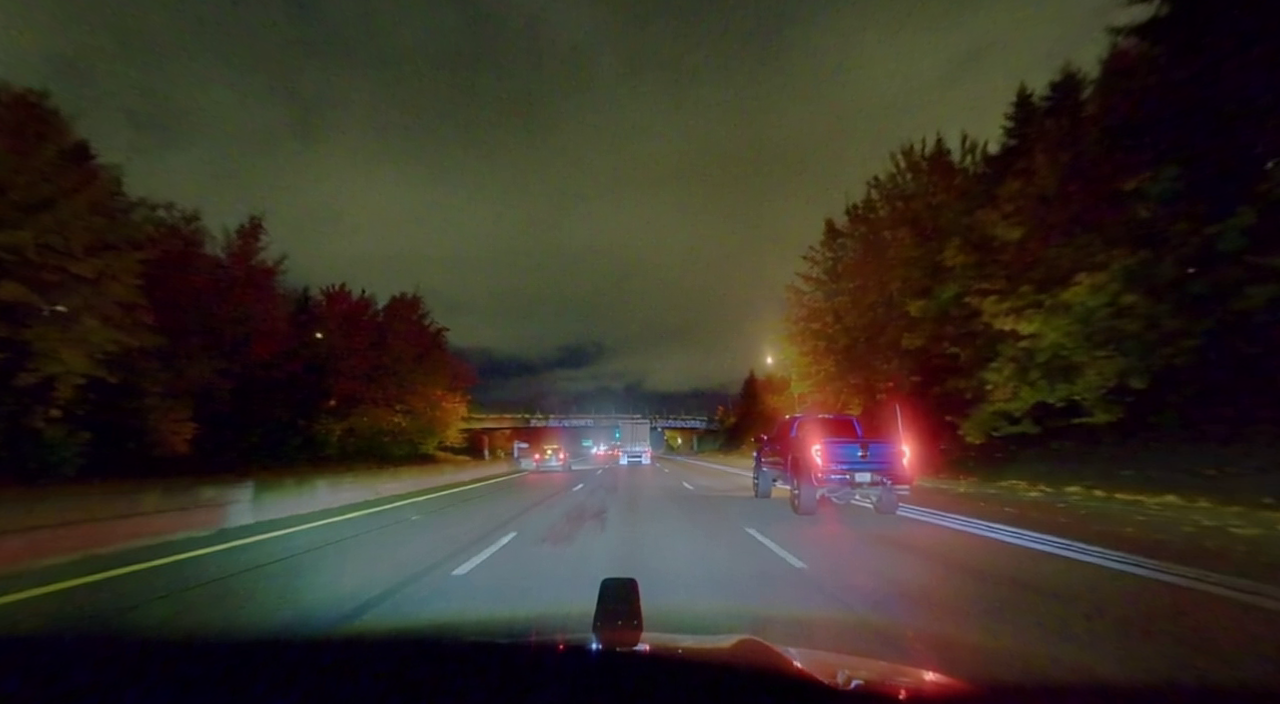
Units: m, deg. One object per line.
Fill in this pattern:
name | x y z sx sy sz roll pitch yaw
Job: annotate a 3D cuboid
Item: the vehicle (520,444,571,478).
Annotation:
vehicle | -4.423 5.160 29.932 1.892 1.529 3.996 0 -9 -1
